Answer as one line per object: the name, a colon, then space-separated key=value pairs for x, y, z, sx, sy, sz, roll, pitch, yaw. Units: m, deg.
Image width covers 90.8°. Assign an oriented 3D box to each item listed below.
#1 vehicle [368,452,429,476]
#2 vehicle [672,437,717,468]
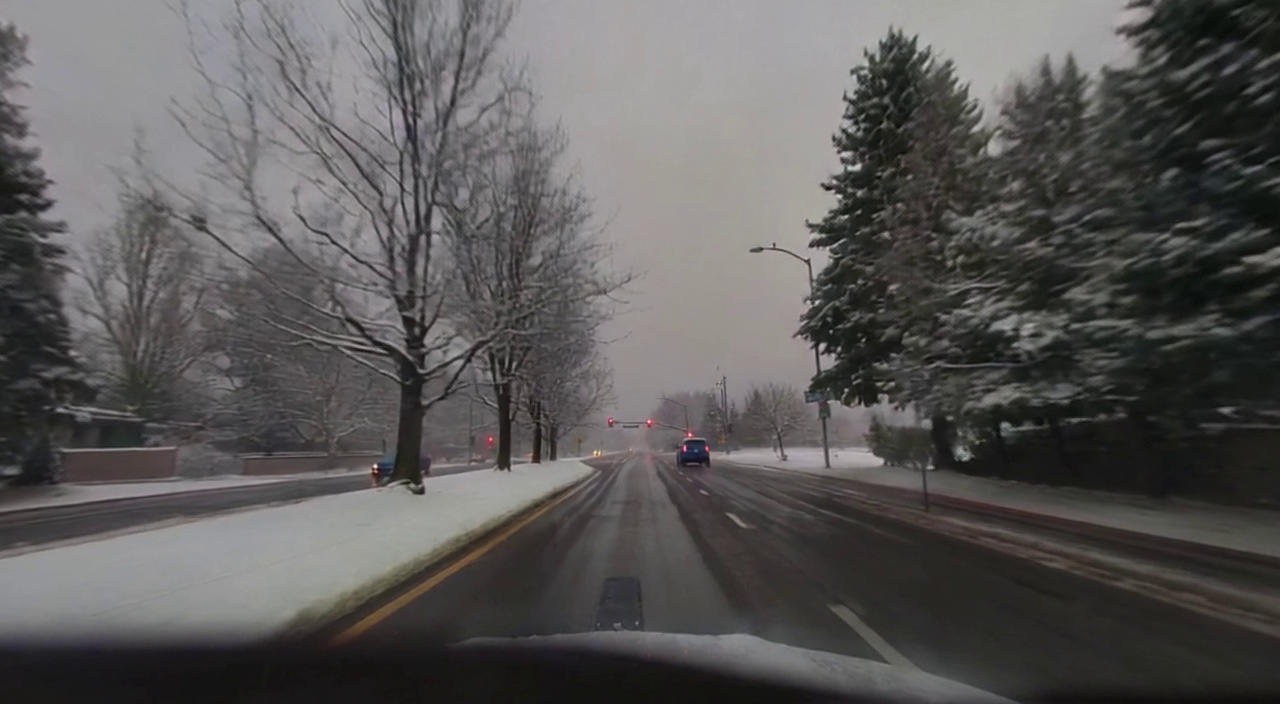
vehicle: x=-16.097 y=7.453 z=42.357 sx=2.185 sy=1.468 sz=4.735 roll=0 pitch=-8 yaw=0
vehicle: x=3.345 y=6.305 z=39.913 sx=2.229 sy=1.795 sz=4.927 roll=0 pitch=-8 yaw=-2
